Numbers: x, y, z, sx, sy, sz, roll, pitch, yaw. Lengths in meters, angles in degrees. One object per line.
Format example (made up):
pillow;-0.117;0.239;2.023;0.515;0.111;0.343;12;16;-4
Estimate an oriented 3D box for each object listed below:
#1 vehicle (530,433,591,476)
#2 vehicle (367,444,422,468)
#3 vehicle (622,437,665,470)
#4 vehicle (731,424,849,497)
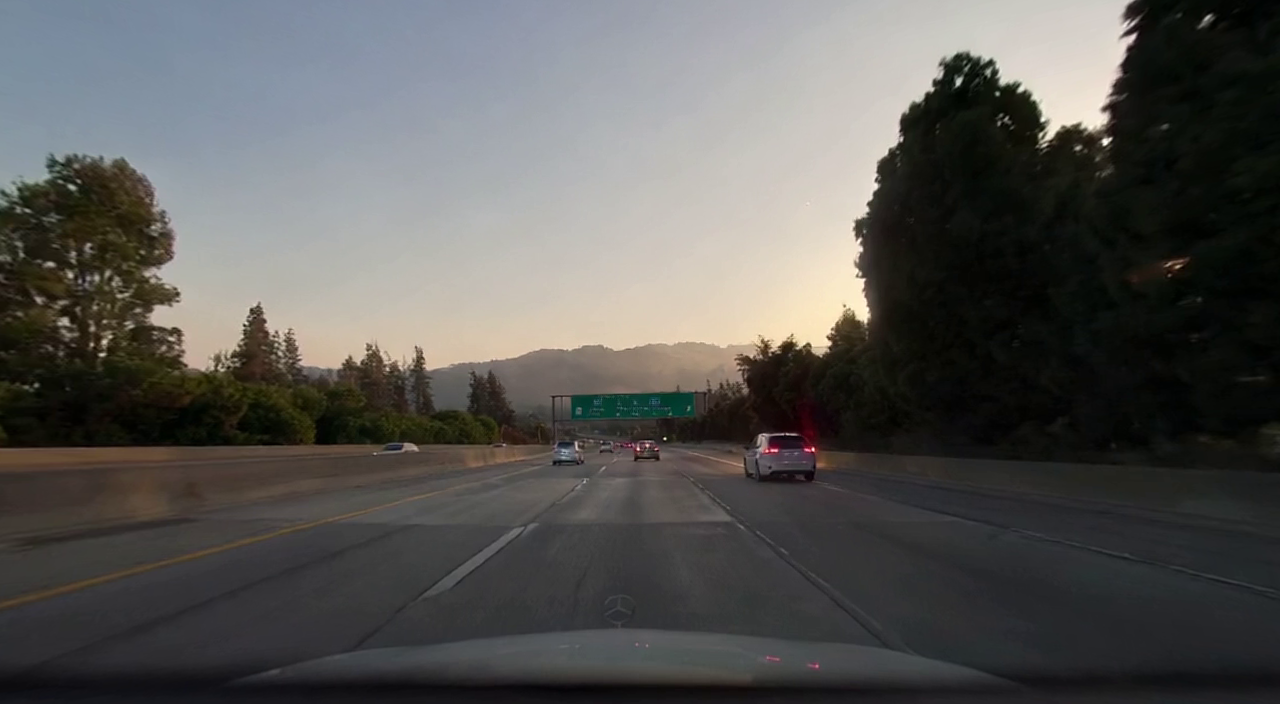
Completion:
vehicle;-3.330;4.374;27.126;2.044;1.682;4.201;0;-8;1
vehicle;-17.149;7.277;44.116;1.787;1.517;4.537;-1;-8;4
vehicle;0.195;5.119;31.774;2.049;1.542;3.816;0;-8;1
vehicle;3.865;2.874;17.071;2.025;1.707;4.279;0;-8;-2
